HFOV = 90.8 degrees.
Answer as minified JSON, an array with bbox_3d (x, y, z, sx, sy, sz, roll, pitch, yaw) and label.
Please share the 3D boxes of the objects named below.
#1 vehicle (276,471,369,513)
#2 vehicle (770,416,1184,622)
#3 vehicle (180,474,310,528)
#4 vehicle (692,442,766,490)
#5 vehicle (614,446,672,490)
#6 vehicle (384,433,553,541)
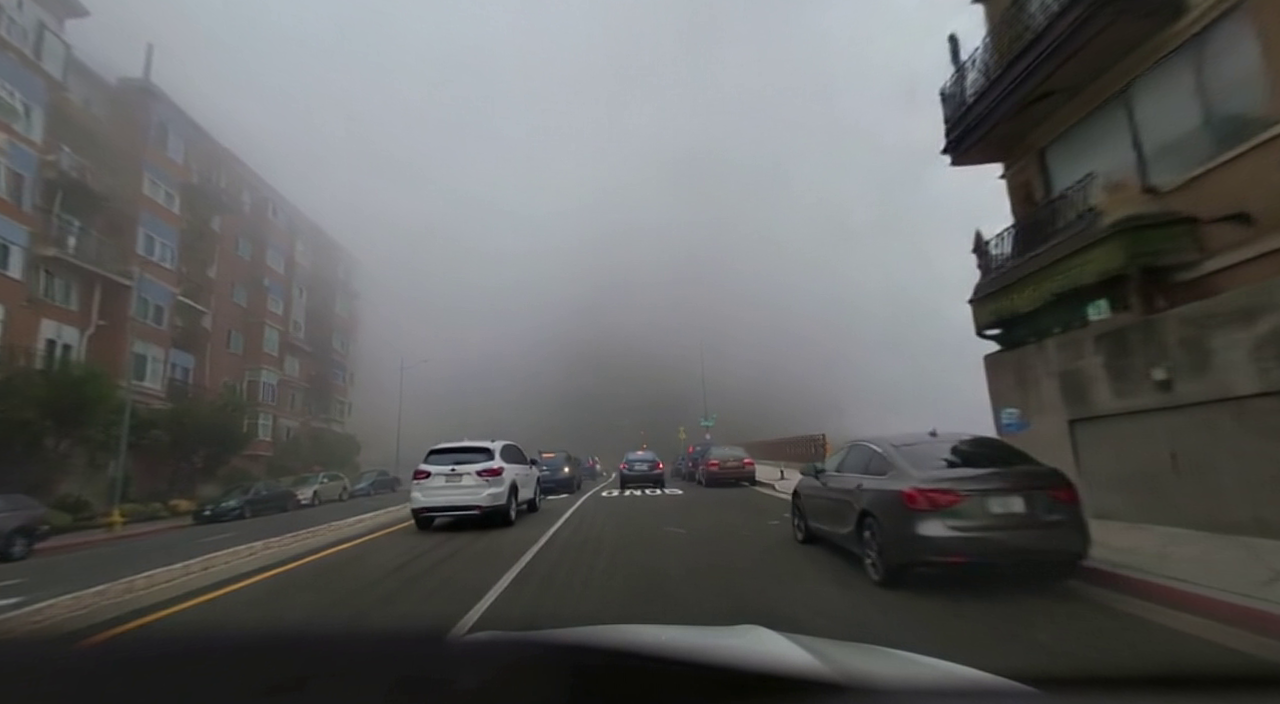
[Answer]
[{"bbox_3d":[-13.808,6.103,27.810,1.752,1.479,4.575,0,-8,0],"label":"vehicle"},{"bbox_3d":[3.035,1.607,7.175,2.077,1.532,4.694,0,-8,0],"label":"vehicle"},{"bbox_3d":[-13.929,5.255,22.649,1.844,1.499,4.421,0,-8,-1],"label":"vehicle"},{"bbox_3d":[2.976,3.922,22.084,1.933,1.501,4.349,0,-8,0],"label":"vehicle"},{"bbox_3d":[0.085,4.306,23.838,2.026,1.496,3.701,0,-8,-1],"label":"vehicle"},{"bbox_3d":[-3.045,2.483,12.335,2.065,1.705,4.353,0,-8,0],"label":"vehicle"}]
